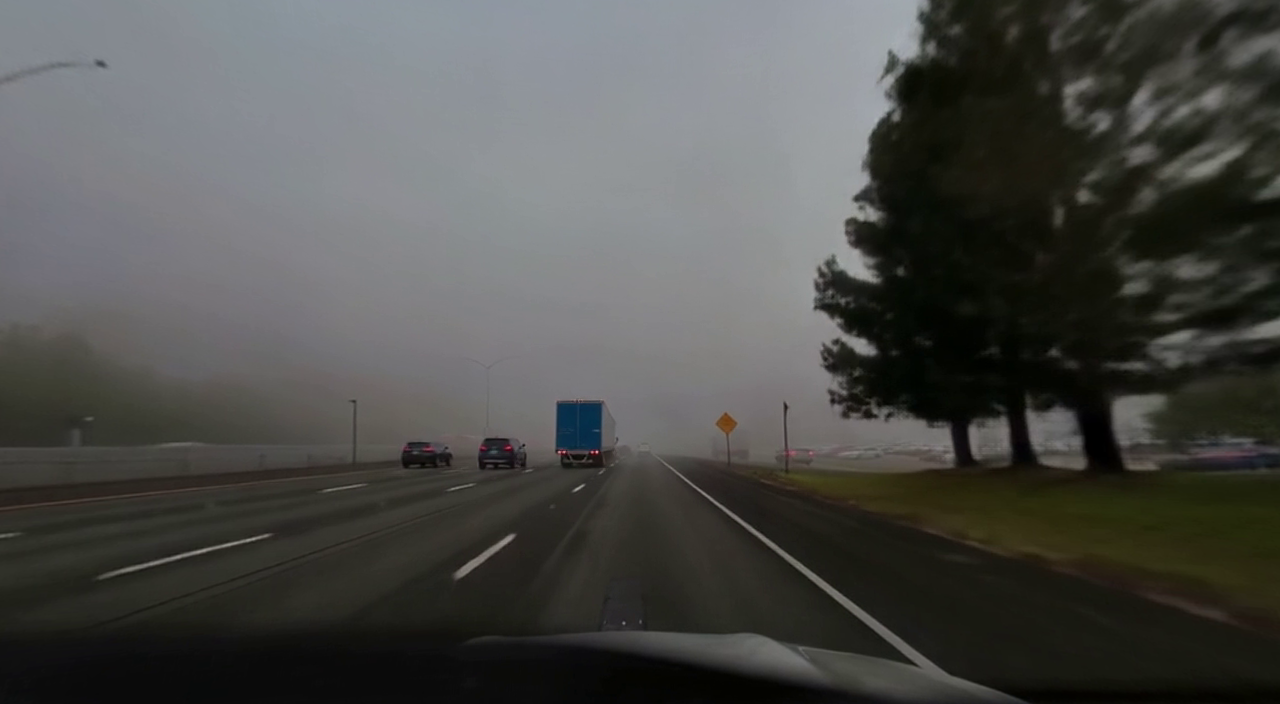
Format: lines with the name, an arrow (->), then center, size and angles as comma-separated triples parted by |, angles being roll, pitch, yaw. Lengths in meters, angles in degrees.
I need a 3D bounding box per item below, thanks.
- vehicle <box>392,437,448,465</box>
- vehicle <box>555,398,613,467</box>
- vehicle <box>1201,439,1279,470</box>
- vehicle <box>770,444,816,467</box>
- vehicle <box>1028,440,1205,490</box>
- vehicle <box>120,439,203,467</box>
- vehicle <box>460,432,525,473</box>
vehicle -> -14.379, 6.473, 41.457 | 1.997, 1.695, 4.492 | 0, -8, 1
vehicle -> -3.555, 5.657, 43.511 | 2.905, 4.037, 12.921 | 0, -8, 0
vehicle -> 32.377, 5.311, 32.876 | 4.737, 1.464, 1.914 | 0, -9, -9
vehicle -> 11.701, 7.930, 48.522 | 2.083, 1.706, 4.129 | 1, -8, -7
vehicle -> 16.186, 3.839, 21.853 | 2.022, 1.505, 4.786 | 1, -8, -8
vehicle -> -25.688, 5.436, 33.986 | 1.644, 1.423, 3.554 | 0, -8, 0
vehicle -> -7.151, 4.917, 31.049 | 2.058, 1.840, 4.443 | 0, -8, 1
